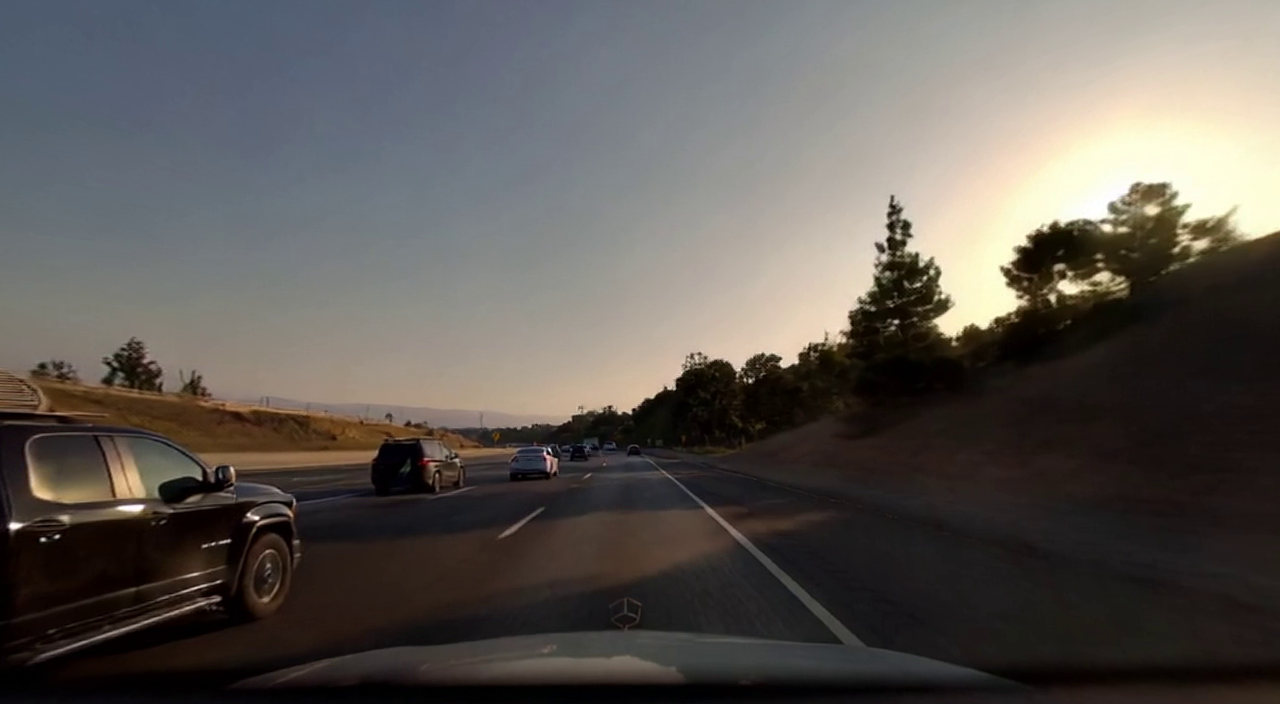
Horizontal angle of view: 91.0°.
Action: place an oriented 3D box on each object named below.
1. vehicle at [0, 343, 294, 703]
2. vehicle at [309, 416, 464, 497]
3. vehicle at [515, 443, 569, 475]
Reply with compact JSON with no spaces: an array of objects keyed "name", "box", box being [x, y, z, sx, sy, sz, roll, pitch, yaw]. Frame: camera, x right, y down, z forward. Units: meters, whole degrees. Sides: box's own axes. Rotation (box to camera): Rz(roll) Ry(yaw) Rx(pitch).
[{"name":"vehicle","box":[-4.038,0.840,2.664,2.200,1.807,5.041,0,-9,1]},{"name":"vehicle","box":[-8.007,3.411,20.826,2.594,2.254,6.028,0,-9,0]},{"name":"vehicle","box":[-4.927,5.468,32.274,2.012,1.509,4.359,0,-9,0]}]
